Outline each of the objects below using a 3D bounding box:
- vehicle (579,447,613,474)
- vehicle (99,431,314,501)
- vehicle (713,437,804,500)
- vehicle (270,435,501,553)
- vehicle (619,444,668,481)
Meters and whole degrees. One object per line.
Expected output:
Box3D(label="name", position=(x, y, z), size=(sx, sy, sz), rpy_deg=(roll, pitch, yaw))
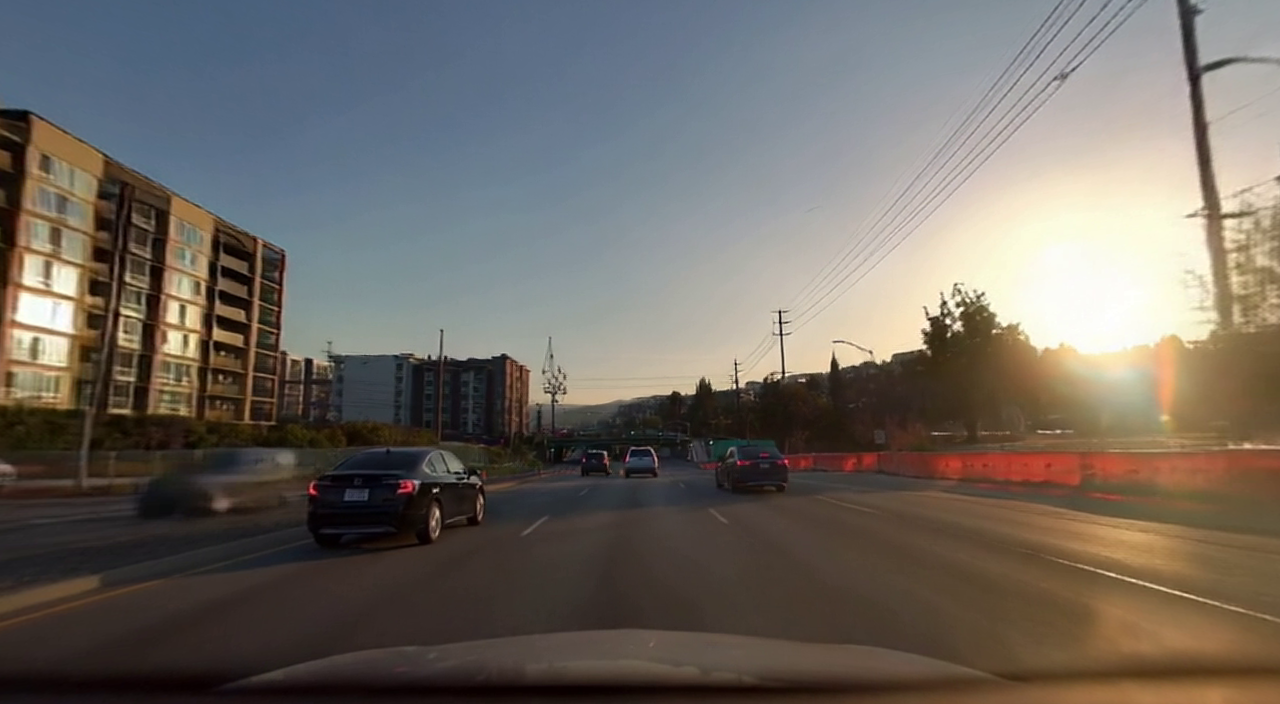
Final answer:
Box3D(label="vehicle", position=(-3.181, 7.950, 46.578), size=(2.190, 1.832, 4.417), rpy_deg=(0, -8, 1))
Box3D(label="vehicle", position=(-10.323, 2.738, 15.622), size=(2.057, 1.472, 4.526), rpy_deg=(0, -8, 1))
Box3D(label="vehicle", position=(3.685, 3.673, 20.443), size=(2.029, 1.797, 4.218), rpy_deg=(0, -8, -1))
Box3D(label="vehicle", position=(-3.700, 2.117, 10.180), size=(1.968, 1.473, 4.209), rpy_deg=(0, -8, 0))
Box3D(label="vehicle", position=(0.139, 5.489, 31.732), size=(2.291, 1.714, 4.217), rpy_deg=(0, -8, 0))
